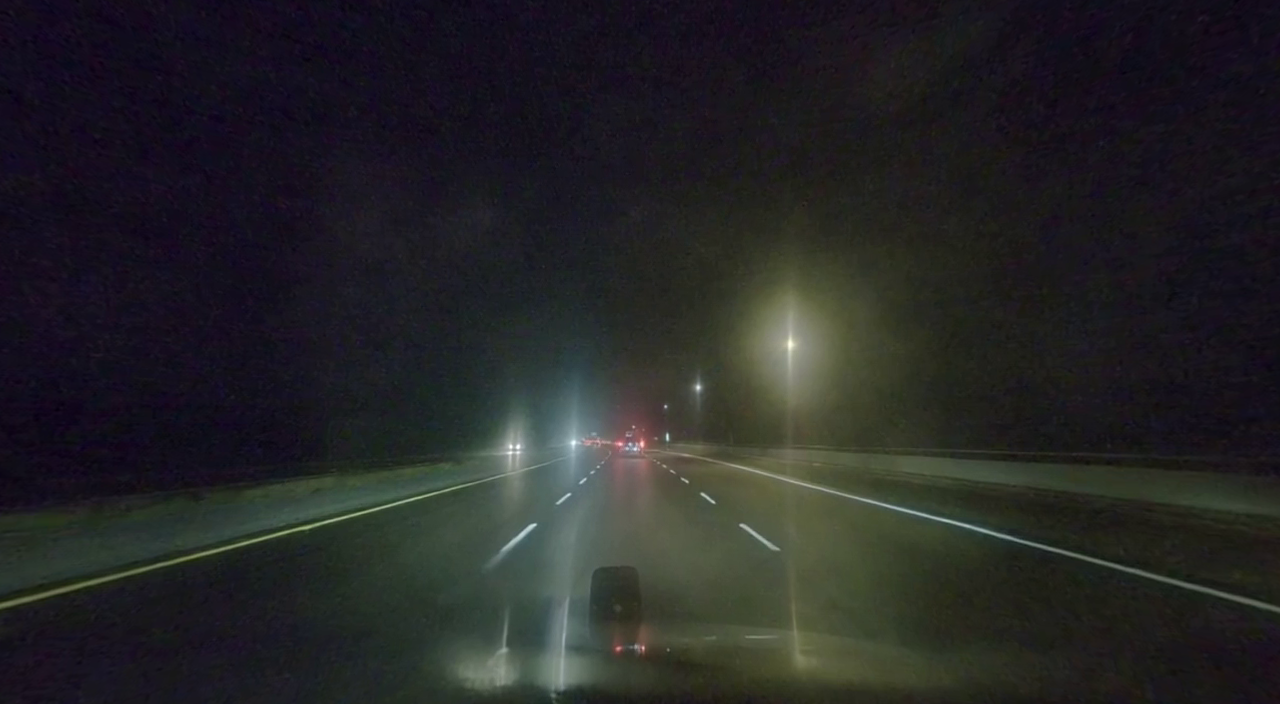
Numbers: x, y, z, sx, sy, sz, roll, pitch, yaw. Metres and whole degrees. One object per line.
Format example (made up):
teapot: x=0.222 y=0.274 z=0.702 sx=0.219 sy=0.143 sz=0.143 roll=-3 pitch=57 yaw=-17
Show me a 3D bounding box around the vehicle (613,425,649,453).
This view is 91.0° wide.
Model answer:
vehicle: x=-0.617 y=5.591 z=40.510 sx=2.157 sy=1.647 sz=4.524 roll=0 pitch=-8 yaw=-2
